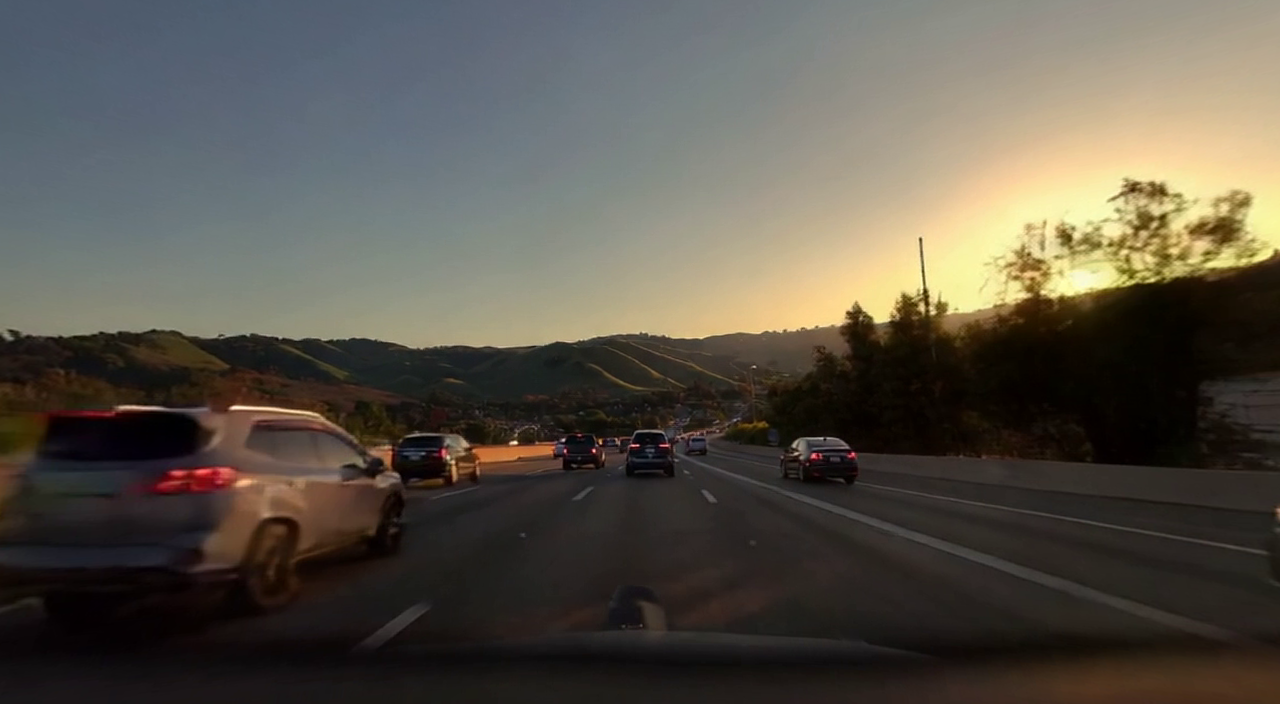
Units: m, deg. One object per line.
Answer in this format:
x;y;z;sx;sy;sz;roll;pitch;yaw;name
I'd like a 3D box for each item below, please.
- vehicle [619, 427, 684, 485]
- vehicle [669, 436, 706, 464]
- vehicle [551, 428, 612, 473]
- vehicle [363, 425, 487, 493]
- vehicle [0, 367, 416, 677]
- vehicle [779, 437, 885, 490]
0.419;3.594;22.082;2.052;1.808;3.898;-1;-8;2;vehicle
3.093;6.483;41.874;2.067;1.775;4.372;0;-8;-1;vehicle
-2.731;4.811;30.968;2.316;1.999;5.765;0;-8;1;vehicle
-6.364;3.218;19.345;2.036;1.813;4.564;-1;-8;2;vehicle
-4.190;1.347;6.234;2.160;1.799;5.001;0;-8;-1;vehicle
5.950;3.497;20.163;1.998;1.456;4.338;0;-8;0;vehicle
